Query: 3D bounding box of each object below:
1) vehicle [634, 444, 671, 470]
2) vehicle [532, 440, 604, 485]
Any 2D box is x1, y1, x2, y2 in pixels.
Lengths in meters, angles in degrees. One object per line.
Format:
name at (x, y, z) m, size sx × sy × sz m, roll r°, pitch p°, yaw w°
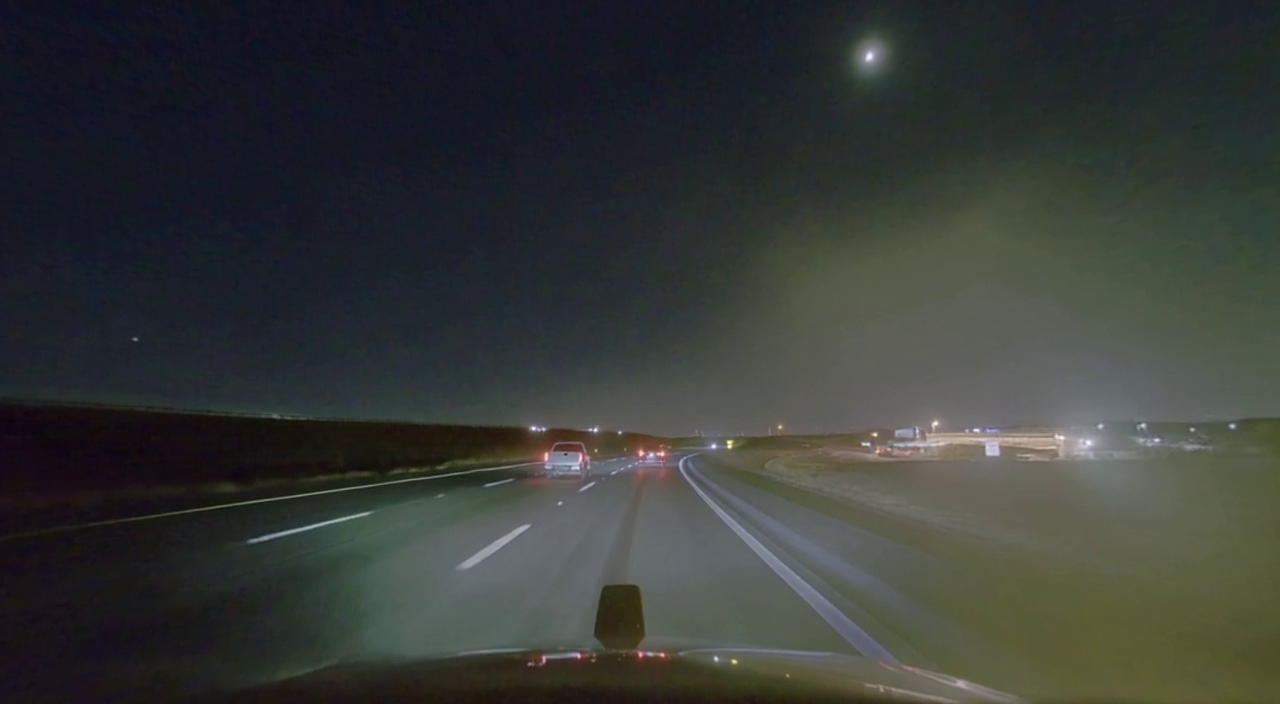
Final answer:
vehicle at (0.793, 6.455, 38.963) m, size 2.129 × 1.502 × 4.321 m, roll -1°, pitch -9°, yaw 2°
vehicle at (-2.660, 4.264, 24.489) m, size 2.129 × 1.563 × 4.387 m, roll -1°, pitch -9°, yaw 2°
